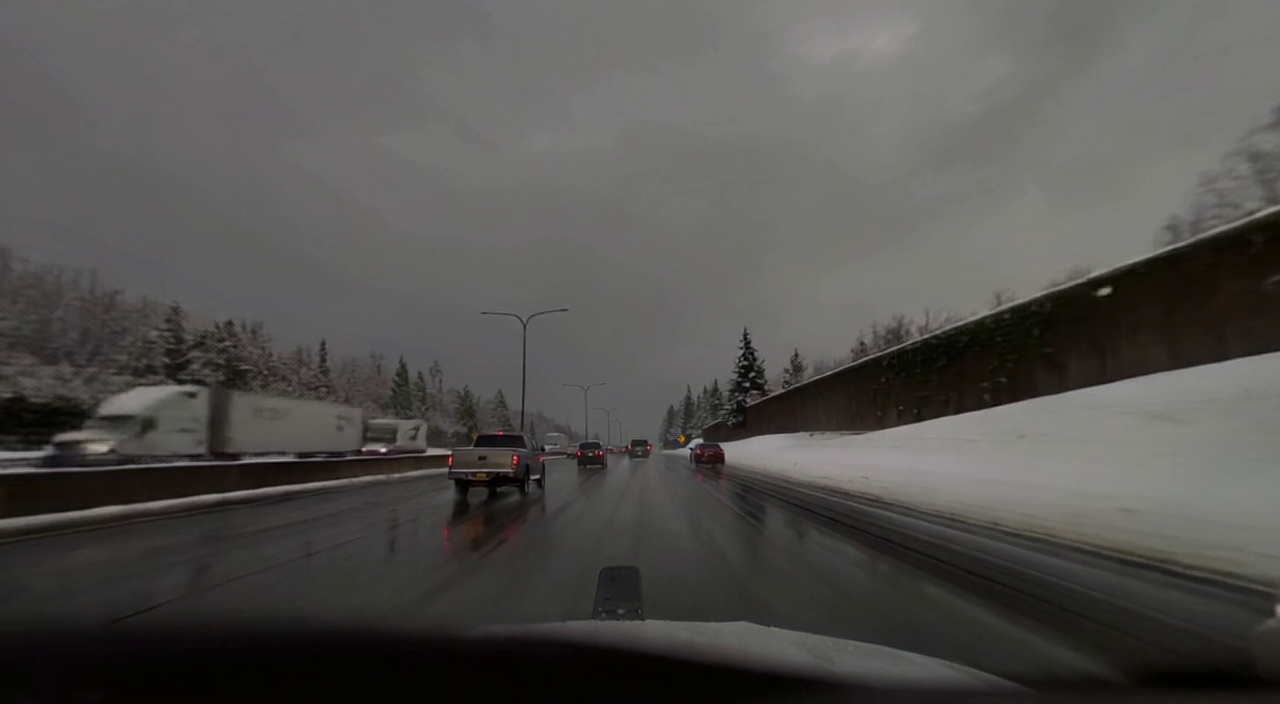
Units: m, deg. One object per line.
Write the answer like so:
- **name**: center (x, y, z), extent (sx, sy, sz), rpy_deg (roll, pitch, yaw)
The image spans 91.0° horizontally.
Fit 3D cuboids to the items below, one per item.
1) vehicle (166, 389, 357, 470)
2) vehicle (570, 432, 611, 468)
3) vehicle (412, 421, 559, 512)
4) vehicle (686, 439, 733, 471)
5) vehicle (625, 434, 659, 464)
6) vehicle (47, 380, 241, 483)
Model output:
- **vehicle**: center (-20.993, 4.658, 36.574), extent (2.900, 3.876, 12.954), rpy_deg (0, -9, 1)
- **vehicle**: center (-3.224, 6.503, 41.903), extent (2.378, 2.214, 4.352), rpy_deg (0, -9, 0)
- **vehicle**: center (-3.507, 2.734, 15.592), extent (2.184, 1.819, 5.441), rpy_deg (0, -9, 1)
- **vehicle**: center (4.040, 6.095, 37.417), extent (2.224, 1.752, 4.487), rpy_deg (0, -9, 0)
- **vehicle**: center (0.157, 7.526, 49.023), extent (2.485, 2.215, 5.199), rpy_deg (0, -9, 0)
- **vehicle**: center (-20.943, 3.479, 27.217), extent (3.067, 3.909, 6.152), rpy_deg (0, -9, 1)
